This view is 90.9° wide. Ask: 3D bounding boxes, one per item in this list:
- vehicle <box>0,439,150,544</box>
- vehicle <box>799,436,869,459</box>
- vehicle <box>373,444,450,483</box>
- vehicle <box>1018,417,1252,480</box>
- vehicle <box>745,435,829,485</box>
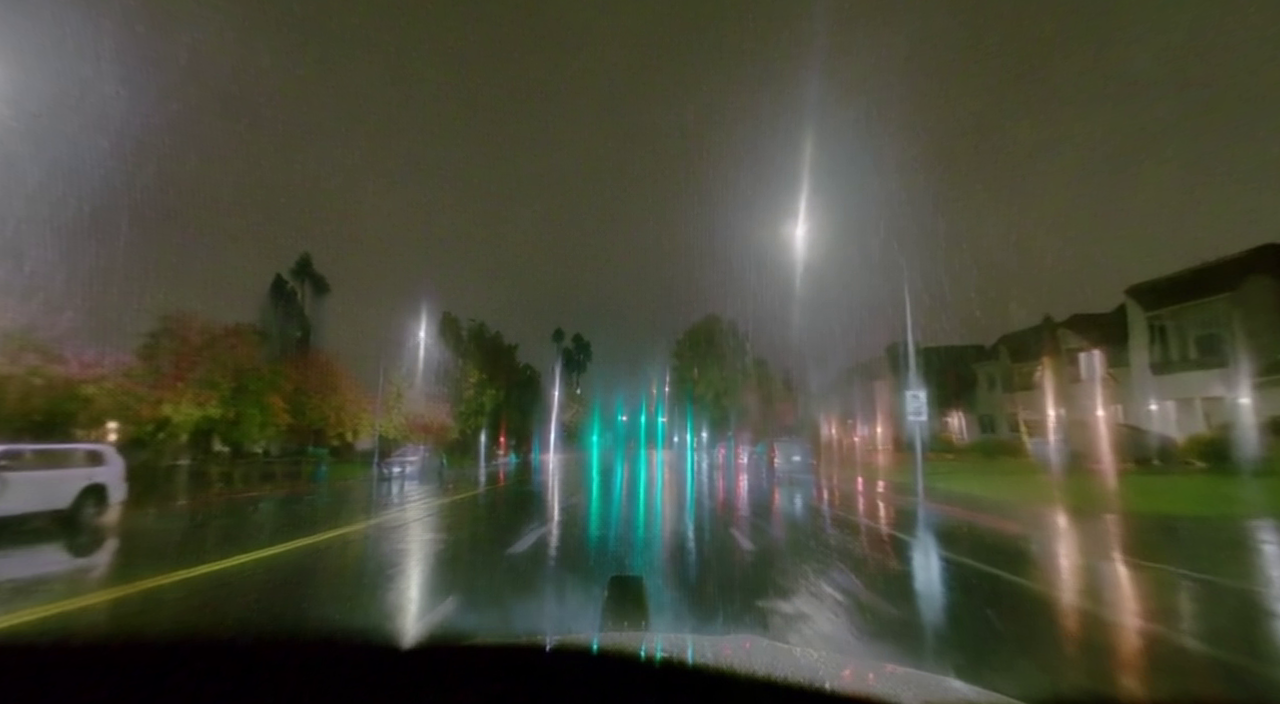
[{"bbox_3d":[-12.036,2.491,11.514,2.228,1.766,4.770,0,-8,1],"label":"vehicle"},{"bbox_3d":[13.851,6.846,45.244,4.317,1.595,2.095,0,-9,0],"label":"vehicle"},{"bbox_3d":[-11.503,5.598,32.107,2.054,1.704,4.710,-3,-8,3],"label":"vehicle"},{"bbox_3d":[14.157,2.784,18.289,4.902,1.667,2.162,0,-8,0],"label":"vehicle"},{"bbox_3d":[5.205,3.914,23.085,1.885,1.603,5.235,0,-9,1],"label":"vehicle"}]
